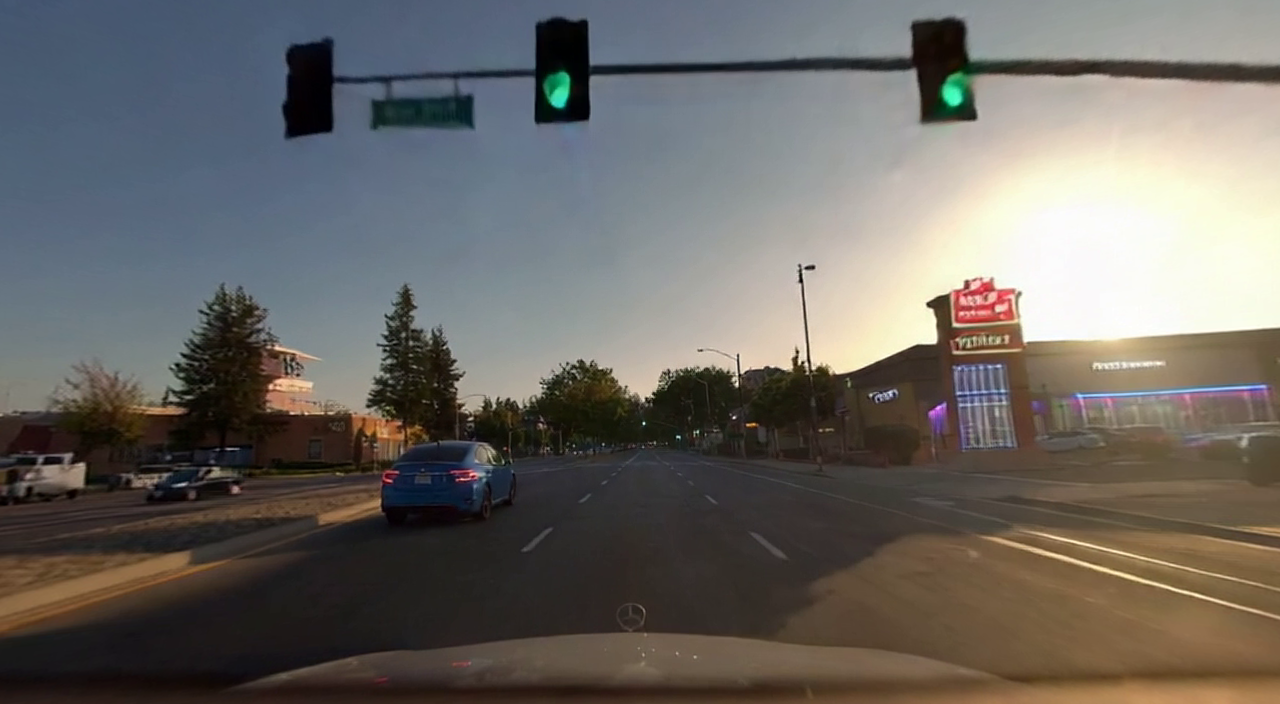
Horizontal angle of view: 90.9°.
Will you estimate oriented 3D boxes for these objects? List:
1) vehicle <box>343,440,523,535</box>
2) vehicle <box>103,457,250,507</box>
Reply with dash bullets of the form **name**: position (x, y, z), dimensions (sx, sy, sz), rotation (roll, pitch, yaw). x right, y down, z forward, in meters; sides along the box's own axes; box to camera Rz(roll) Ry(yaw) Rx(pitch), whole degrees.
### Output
- **vehicle**: position (-3.711, 2.476, 12.325), dimensions (2.082, 1.460, 4.636), rotation (0, -8, -2)
- **vehicle**: position (-17.917, 5.014, 24.757), dimensions (2.116, 1.524, 4.800), rotation (-3, -8, 1)
